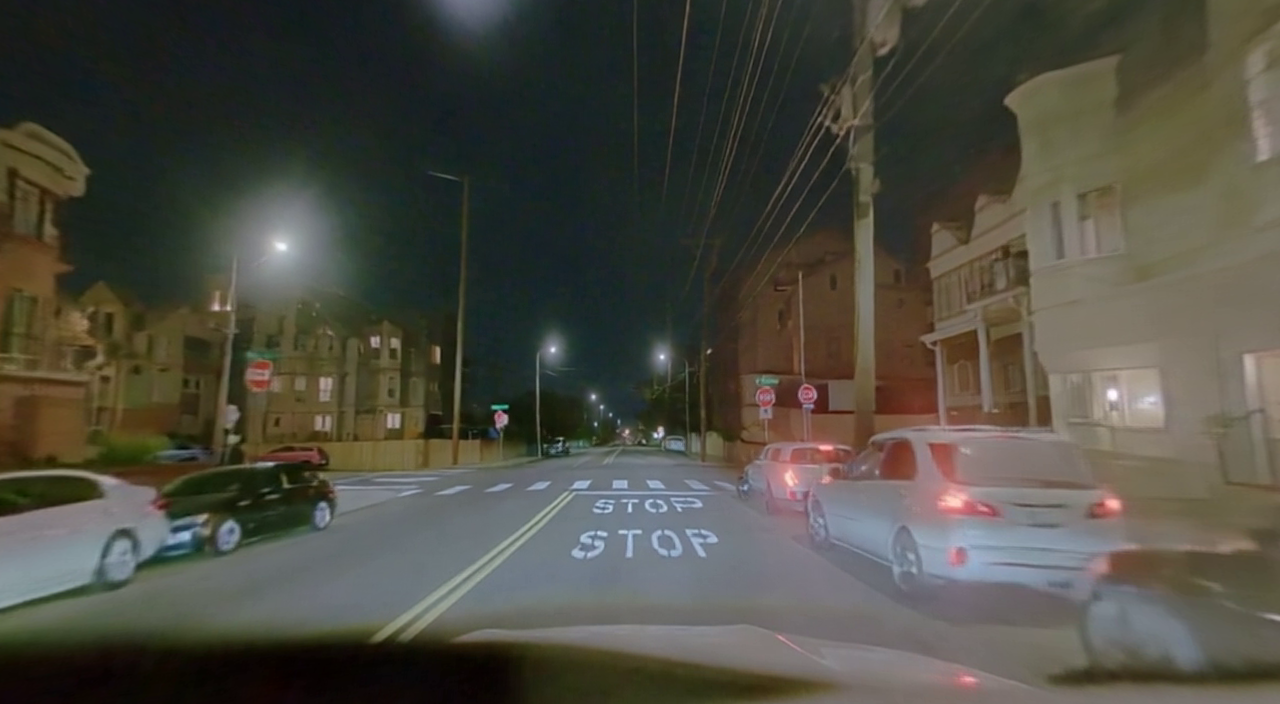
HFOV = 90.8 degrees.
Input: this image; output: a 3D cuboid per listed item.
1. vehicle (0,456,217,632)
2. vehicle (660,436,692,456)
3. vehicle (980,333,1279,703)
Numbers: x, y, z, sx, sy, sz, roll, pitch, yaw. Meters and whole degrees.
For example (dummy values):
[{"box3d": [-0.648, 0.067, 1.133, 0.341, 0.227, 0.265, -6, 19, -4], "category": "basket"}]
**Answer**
[{"box3d": [-6.532, 1.751, 5.985, 2.098, 1.454, 4.449, 0, -9, -3], "category": "vehicle"}, {"box3d": [2.798, 7.442, 49.871, 2.120, 1.487, 4.360, 0, -9, -3], "category": "vehicle"}, {"box3d": [3.209, 0.674, 1.183, 2.086, 1.759, 5.461, 0, -9, 0], "category": "vehicle"}]
